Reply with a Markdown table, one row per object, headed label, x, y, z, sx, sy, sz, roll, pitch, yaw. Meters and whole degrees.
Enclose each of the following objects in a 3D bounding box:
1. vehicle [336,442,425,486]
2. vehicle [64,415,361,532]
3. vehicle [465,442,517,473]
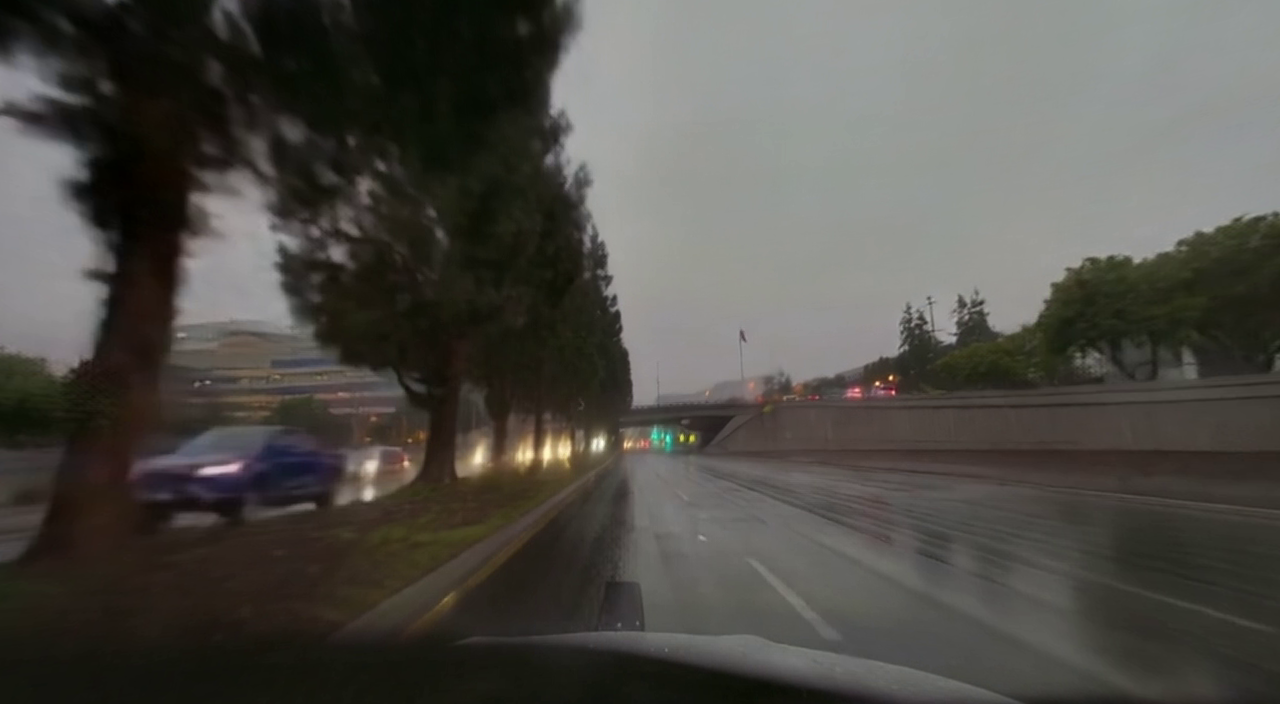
| label | x | y | z | sx | sy | sz | roll | pitch | yaw |
| --- | --- | --- | --- | --- | --- | --- | --- | --- | --- |
| vehicle | -11.870 | 5.108 | 29.295 | 2.123 | 1.769 | 4.886 | -2 | -8 | -1 |
| vehicle | -8.587 | 2.509 | 13.736 | 2.312 | 1.970 | 5.878 | 0 | -9 | 0 |
| vehicle | -8.673 | 6.190 | 37.238 | 2.017 | 1.666 | 4.293 | 0 | -9 | 0 |
